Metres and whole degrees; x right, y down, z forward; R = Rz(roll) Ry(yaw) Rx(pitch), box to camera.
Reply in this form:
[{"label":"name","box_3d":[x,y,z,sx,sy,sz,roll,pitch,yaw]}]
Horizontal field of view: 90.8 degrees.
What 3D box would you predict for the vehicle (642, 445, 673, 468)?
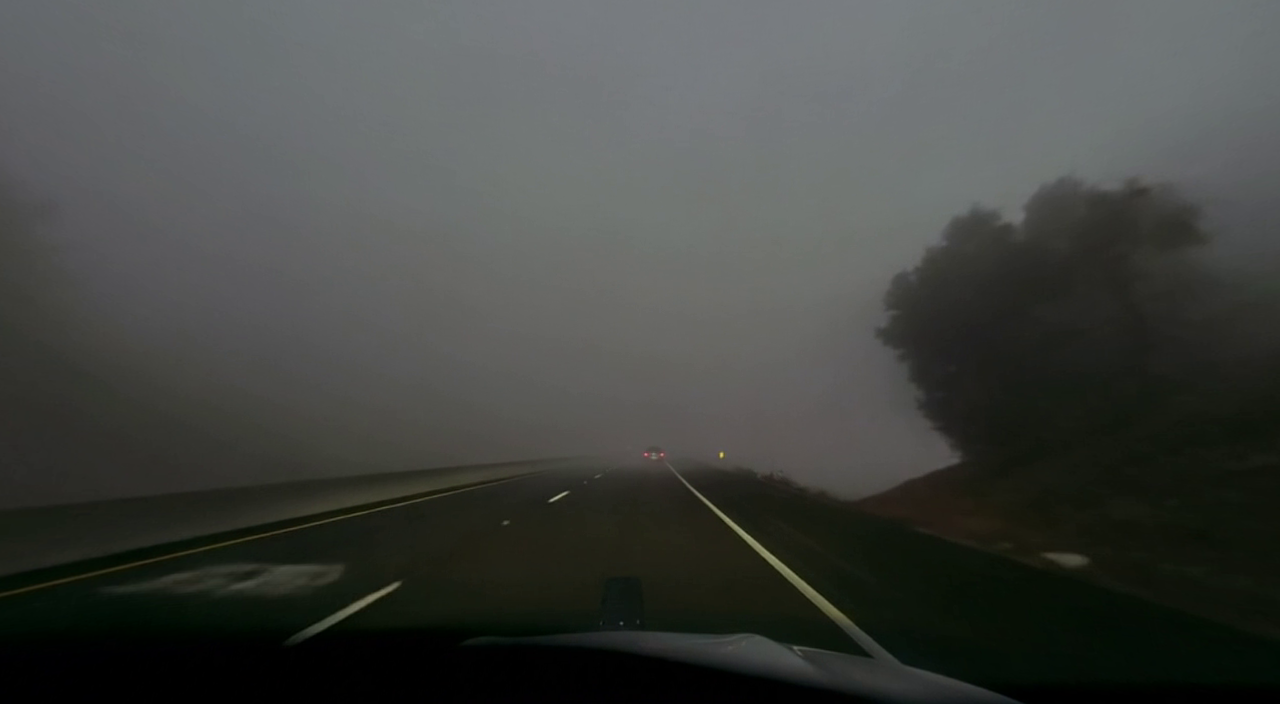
[{"label":"vehicle","box_3d":[1.309,7.789,47.037,2.221,1.603,4.149,0,-9,2]}]
